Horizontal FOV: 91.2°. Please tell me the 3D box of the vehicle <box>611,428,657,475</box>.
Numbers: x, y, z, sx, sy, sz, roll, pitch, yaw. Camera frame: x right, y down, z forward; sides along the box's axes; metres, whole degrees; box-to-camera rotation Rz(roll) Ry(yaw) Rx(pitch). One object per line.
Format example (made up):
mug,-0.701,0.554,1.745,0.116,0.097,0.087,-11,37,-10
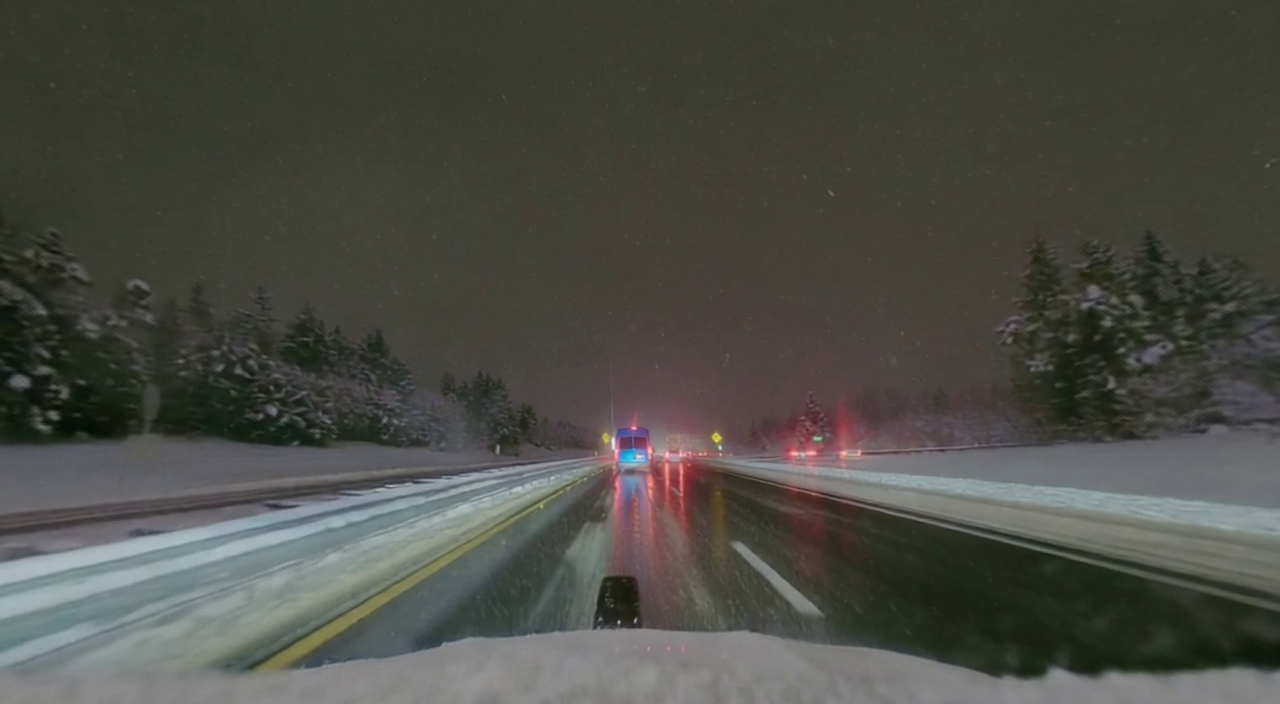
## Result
vehicle,-0.351,5.998,37.806,2.560,2.598,5.581,0,-9,-1
